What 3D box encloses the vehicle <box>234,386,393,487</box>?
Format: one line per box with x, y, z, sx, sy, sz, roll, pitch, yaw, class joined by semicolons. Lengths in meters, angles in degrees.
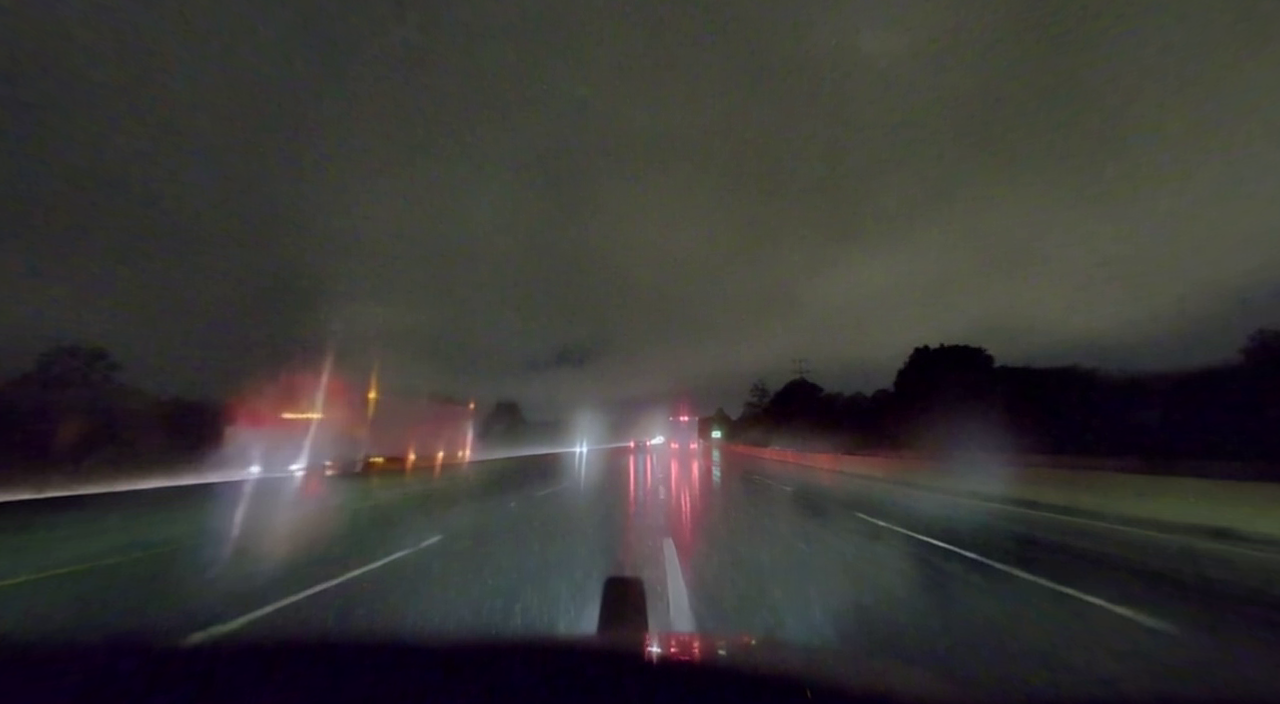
-14.795;3.980;29.533;3.082;4.101;7.563;0;-8;2;vehicle
